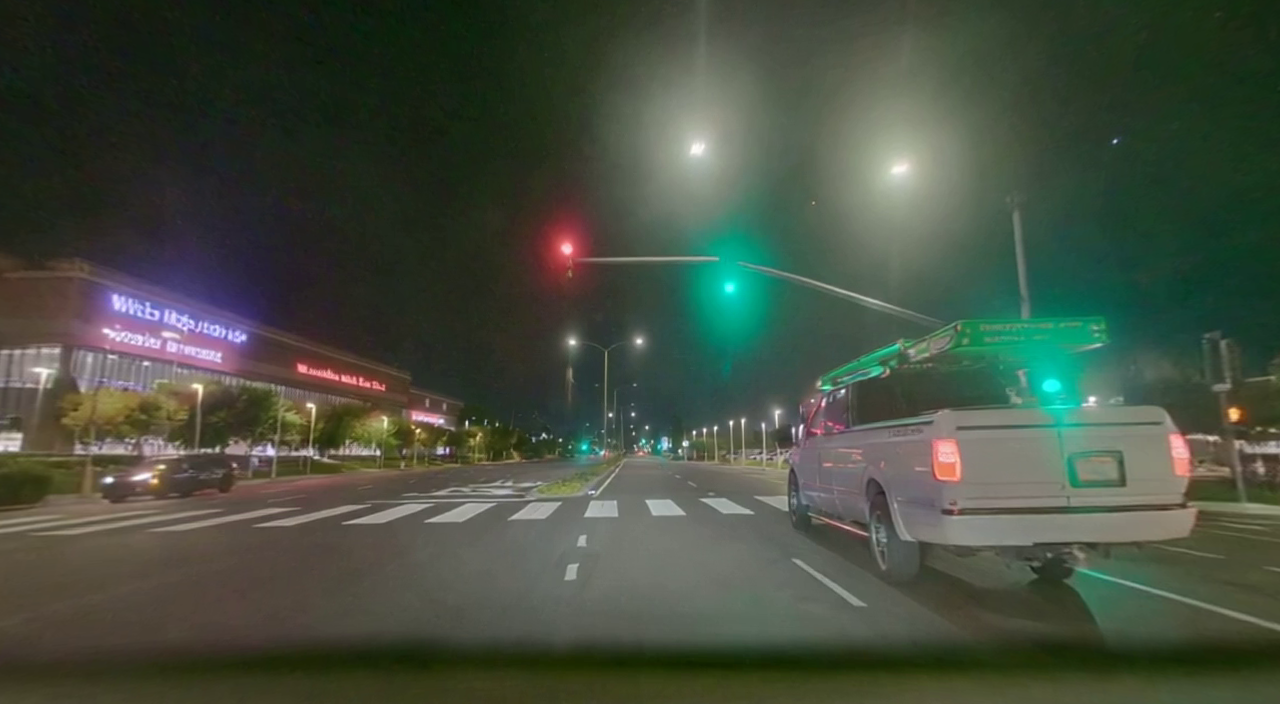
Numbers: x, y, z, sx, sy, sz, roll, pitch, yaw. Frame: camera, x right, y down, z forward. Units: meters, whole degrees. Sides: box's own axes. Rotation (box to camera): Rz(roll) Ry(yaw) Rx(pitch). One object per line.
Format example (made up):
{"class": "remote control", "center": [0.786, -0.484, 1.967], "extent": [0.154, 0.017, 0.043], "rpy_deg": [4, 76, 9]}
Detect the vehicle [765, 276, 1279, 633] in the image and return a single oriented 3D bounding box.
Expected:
{"class": "vehicle", "center": [3.395, 1.147, 7.710], "extent": [2.484, 2.642, 5.990], "rpy_deg": [0, -8, 0]}

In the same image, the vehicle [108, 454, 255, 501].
{"class": "vehicle", "center": [-16.932, 4.627, 23.645], "extent": [1.866, 1.469, 4.682], "rpy_deg": [-1, -8, 3]}
